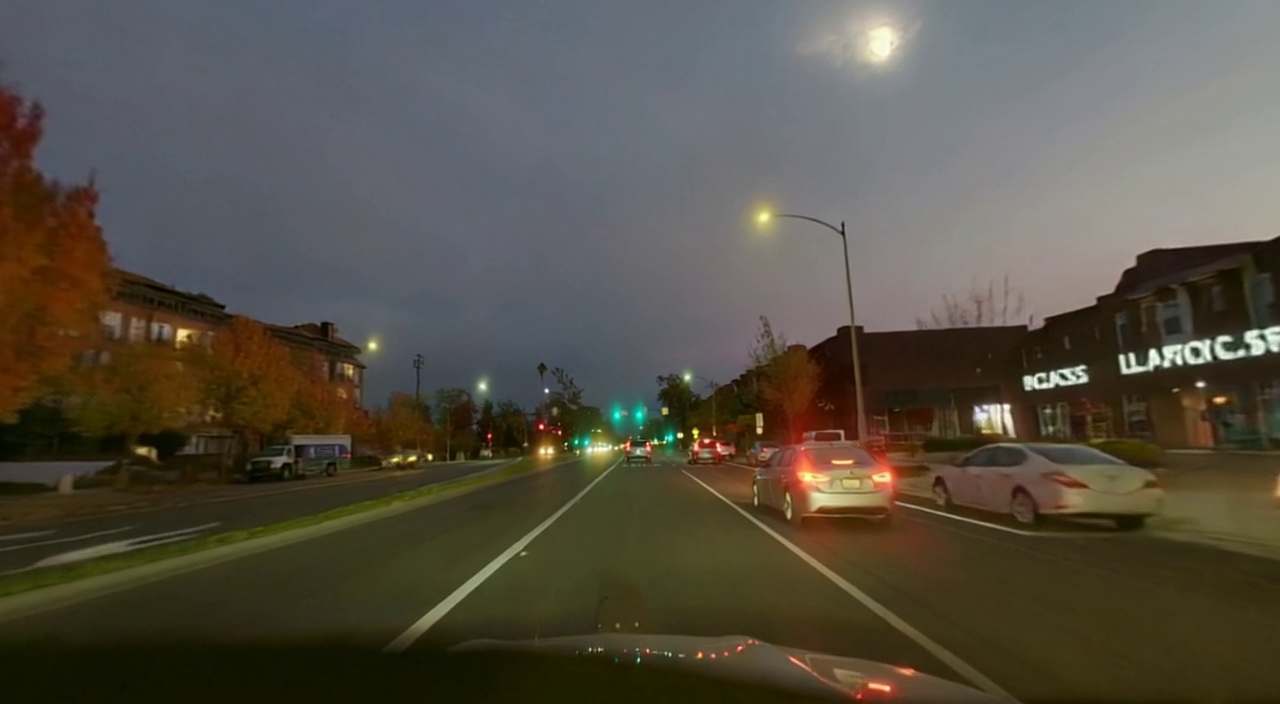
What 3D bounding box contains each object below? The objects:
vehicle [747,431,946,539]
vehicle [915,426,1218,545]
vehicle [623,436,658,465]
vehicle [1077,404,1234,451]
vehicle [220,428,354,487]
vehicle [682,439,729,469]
[{"bbox_3d":[3.320,2.227,11.241,1.977,1.498,4.521,0,-9,-1],"label":"vehicle"},{"bbox_3d":[6.856,2.180,10.976,2.061,1.593,4.602,0,-9,0],"label":"vehicle"},{"bbox_3d":[0.034,6.826,43.760,2.239,1.856,4.815,0,-9,0],"label":"vehicle"},{"bbox_3d":[21.772,3.285,26.768,2.025,1.768,4.672,6,-11,-38],"label":"vehicle"},{"bbox_3d":[-22.267,6.729,40.609,2.961,3.271,9.547,0,-9,1],"label":"vehicle"},{"bbox_3d":[3.574,5.718,35.323,2.178,1.546,4.311,0,-9,0],"label":"vehicle"}]
